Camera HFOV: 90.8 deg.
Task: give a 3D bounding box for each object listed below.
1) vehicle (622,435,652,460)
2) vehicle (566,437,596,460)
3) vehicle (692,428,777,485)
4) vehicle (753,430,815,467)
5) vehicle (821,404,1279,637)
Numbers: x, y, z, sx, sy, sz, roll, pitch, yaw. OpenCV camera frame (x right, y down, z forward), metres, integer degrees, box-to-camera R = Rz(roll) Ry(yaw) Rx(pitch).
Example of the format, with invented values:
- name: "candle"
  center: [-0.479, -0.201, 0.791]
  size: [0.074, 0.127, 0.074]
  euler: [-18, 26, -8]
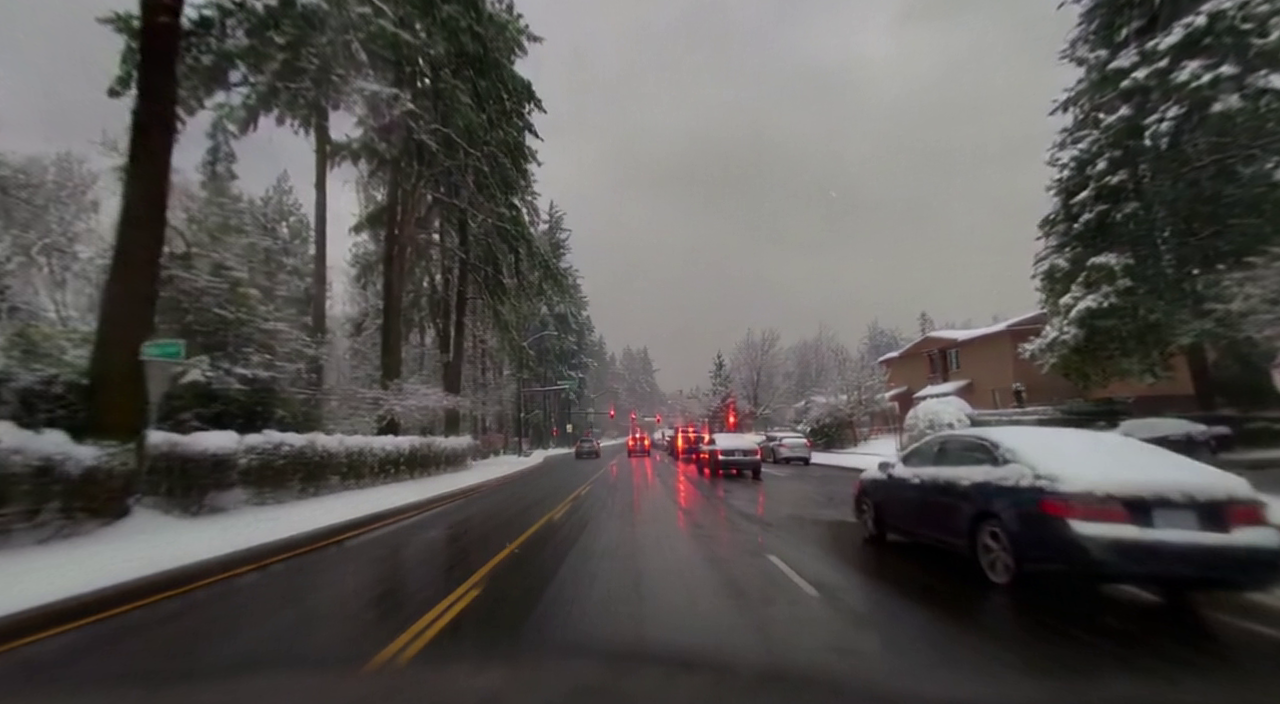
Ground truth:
- name: "vehicle"
  center: [-0.233, 6.843, 45.430]
  size: [2.052, 1.693, 4.554]
  euler: [0, -8, 0]
- name: "vehicle"
  center: [-4.555, 7.528, 49.546]
  size: [2.083, 1.691, 4.398]
  euler: [1, -8, -3]
- name: "vehicle"
  center: [3.045, 3.516, 21.525]
  size: [2.041, 1.688, 4.717]
  euler: [0, -8, -2]
- name: "vehicle"
  center: [7.744, 5.198, 34.444]
  size: [2.014, 1.767, 4.910]
  euler: [2, -6, -4]
- name: "vehicle"
  center: [3.766, 1.466, 6.671]
  size: [2.165, 1.513, 4.911]
  euler: [0, -8, -1]
